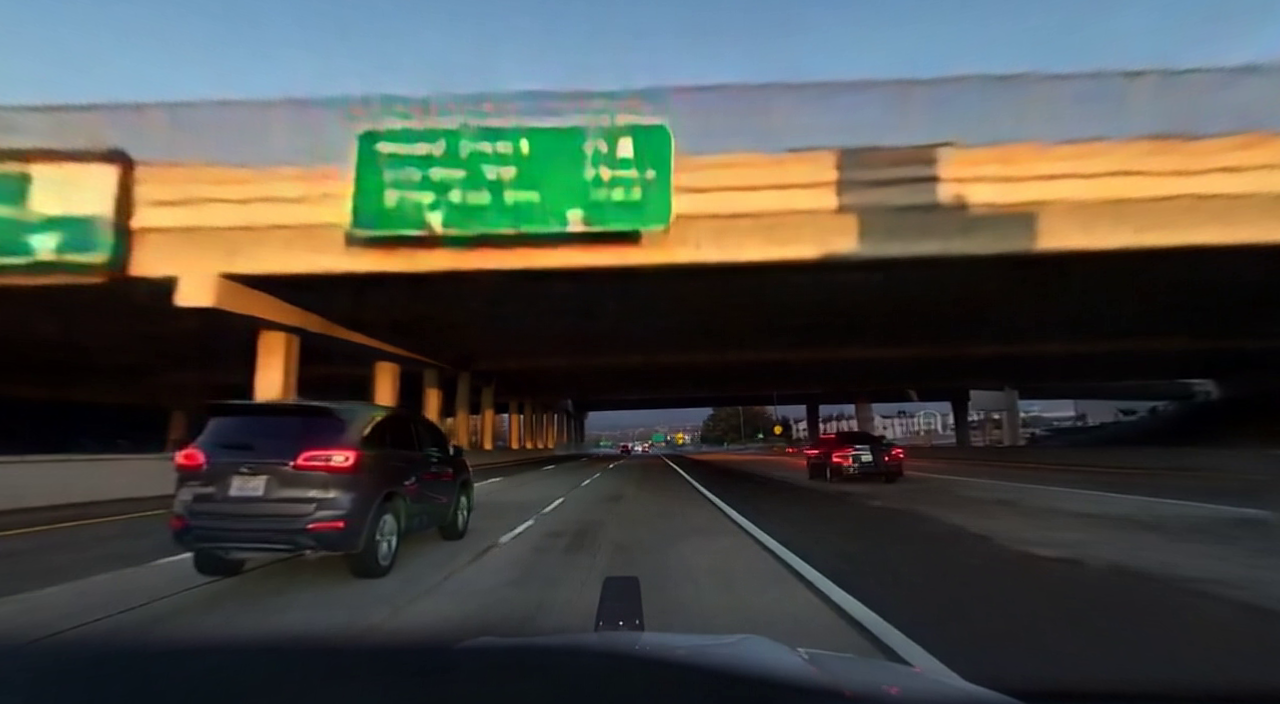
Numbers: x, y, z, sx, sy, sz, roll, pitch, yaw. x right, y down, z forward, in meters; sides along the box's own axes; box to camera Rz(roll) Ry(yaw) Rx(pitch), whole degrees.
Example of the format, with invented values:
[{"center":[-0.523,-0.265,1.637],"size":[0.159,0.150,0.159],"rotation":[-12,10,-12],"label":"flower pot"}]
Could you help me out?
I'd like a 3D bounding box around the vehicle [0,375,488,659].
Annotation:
[{"center":[-3.229,1.346,6.238],"size":[2.203,1.734,4.600],"rotation":[0,-9,1],"label":"vehicle"}]
